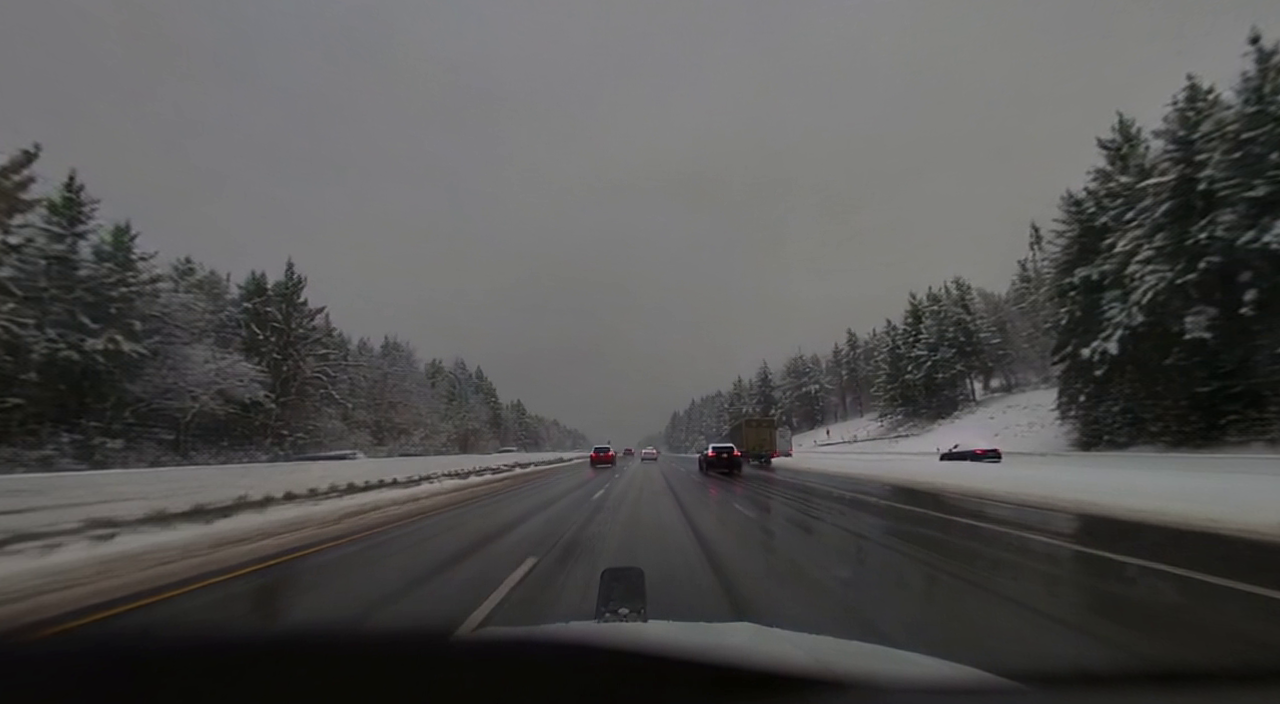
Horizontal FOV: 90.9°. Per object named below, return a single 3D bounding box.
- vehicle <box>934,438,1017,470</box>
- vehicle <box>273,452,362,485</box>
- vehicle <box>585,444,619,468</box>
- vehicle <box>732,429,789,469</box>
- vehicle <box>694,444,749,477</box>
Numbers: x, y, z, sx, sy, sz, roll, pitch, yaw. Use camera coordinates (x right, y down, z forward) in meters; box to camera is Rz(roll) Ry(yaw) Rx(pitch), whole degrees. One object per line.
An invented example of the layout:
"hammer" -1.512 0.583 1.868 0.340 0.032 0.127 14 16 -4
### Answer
"vehicle" 22.663 6.899 42.936 2.221 1.995 5.803 0 -9 -3
"vehicle" -15.842 5.732 31.256 1.985 1.470 4.400 0 -9 1
"vehicle" -2.648 7.356 44.652 2.060 1.587 4.093 0 -9 1
"vehicle" 8.220 6.684 43.556 2.729 2.628 4.875 0 -9 -2
"vehicle" 3.977 5.397 31.636 2.080 1.493 4.674 0 -9 -1
